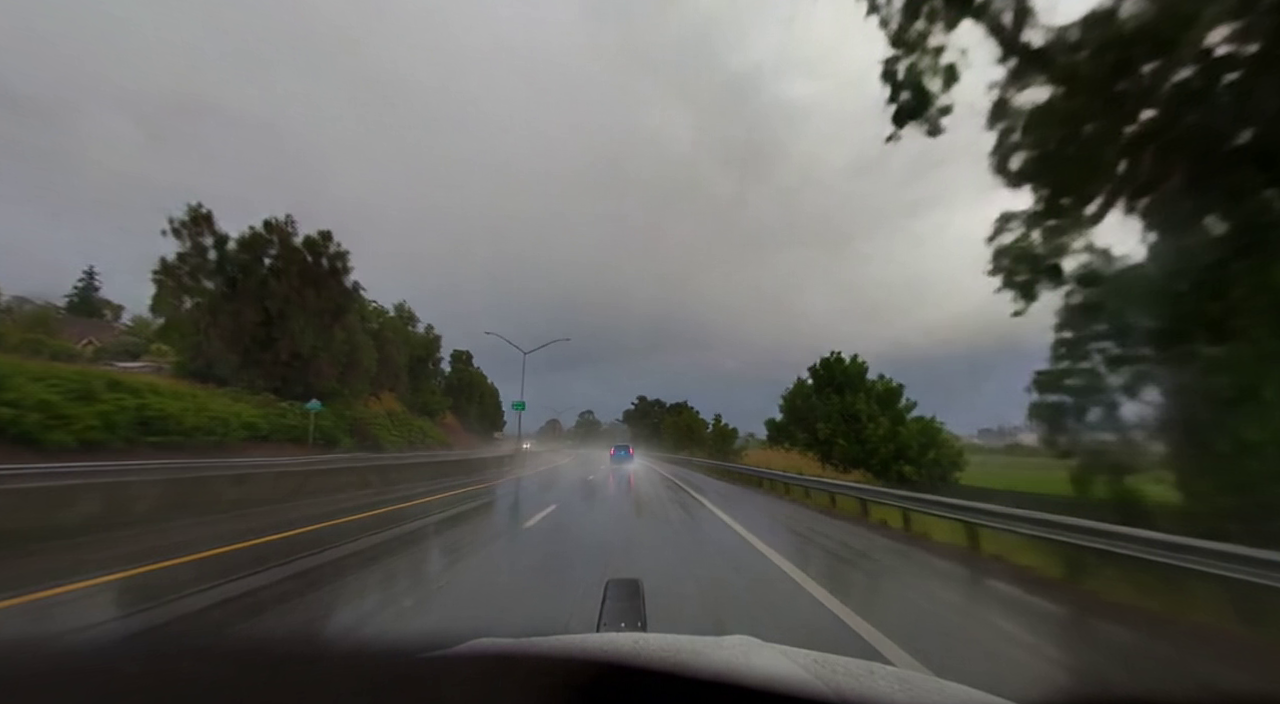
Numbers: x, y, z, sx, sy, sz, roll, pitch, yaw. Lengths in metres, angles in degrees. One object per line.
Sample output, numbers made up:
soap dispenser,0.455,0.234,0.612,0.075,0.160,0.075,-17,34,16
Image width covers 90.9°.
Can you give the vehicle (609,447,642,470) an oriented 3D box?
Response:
vehicle,-1.008,7.187,42.684,2.126,1.411,4.433,0,-9,-1
